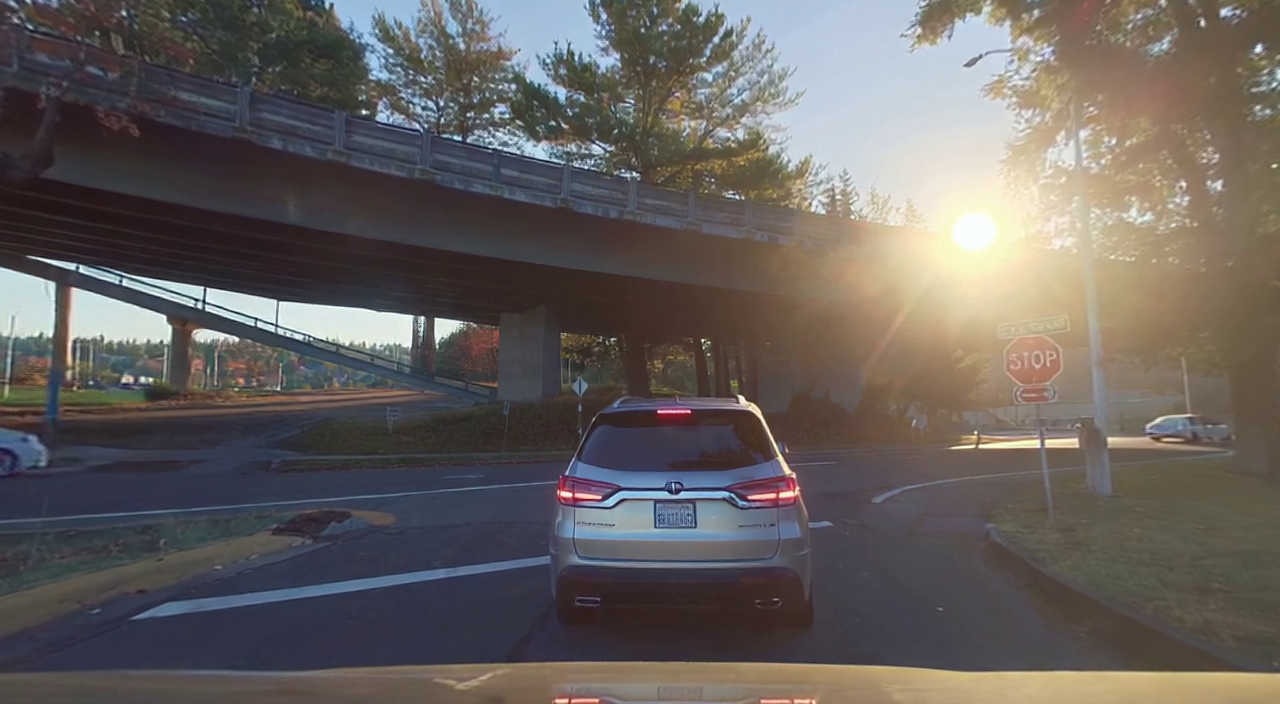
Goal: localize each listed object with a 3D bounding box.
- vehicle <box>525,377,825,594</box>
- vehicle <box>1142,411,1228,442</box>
[{"bbox_3d":[0.324,1.440,7.524,2.494,1.804,4.336,0,-9,1],"label":"vehicle"},{"bbox_3d":[31.844,4.400,36.827,4.413,1.717,2.073,4,-10,-26],"label":"vehicle"}]
